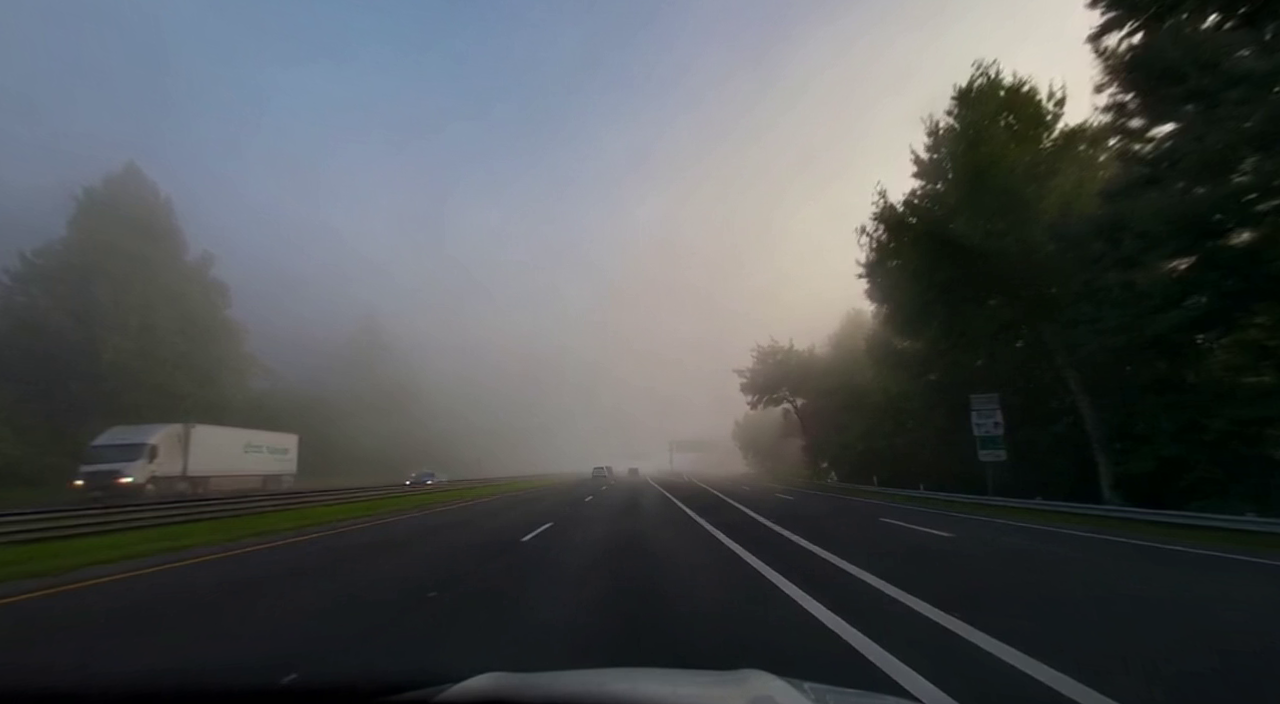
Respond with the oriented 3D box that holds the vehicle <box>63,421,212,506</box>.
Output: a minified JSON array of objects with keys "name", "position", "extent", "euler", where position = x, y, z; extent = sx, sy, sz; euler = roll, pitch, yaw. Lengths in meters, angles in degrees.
[{"name":"vehicle","position":[-26.241,5.906,33.384],"extent":[3.011,4.011,5.861],"euler":[2,-11,-5]}]

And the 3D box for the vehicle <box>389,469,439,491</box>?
[{"name":"vehicle","position":[-16.311,9.223,45.634],"extent":[1.874,1.496,4.616],"euler":[1,-11,0]}]
